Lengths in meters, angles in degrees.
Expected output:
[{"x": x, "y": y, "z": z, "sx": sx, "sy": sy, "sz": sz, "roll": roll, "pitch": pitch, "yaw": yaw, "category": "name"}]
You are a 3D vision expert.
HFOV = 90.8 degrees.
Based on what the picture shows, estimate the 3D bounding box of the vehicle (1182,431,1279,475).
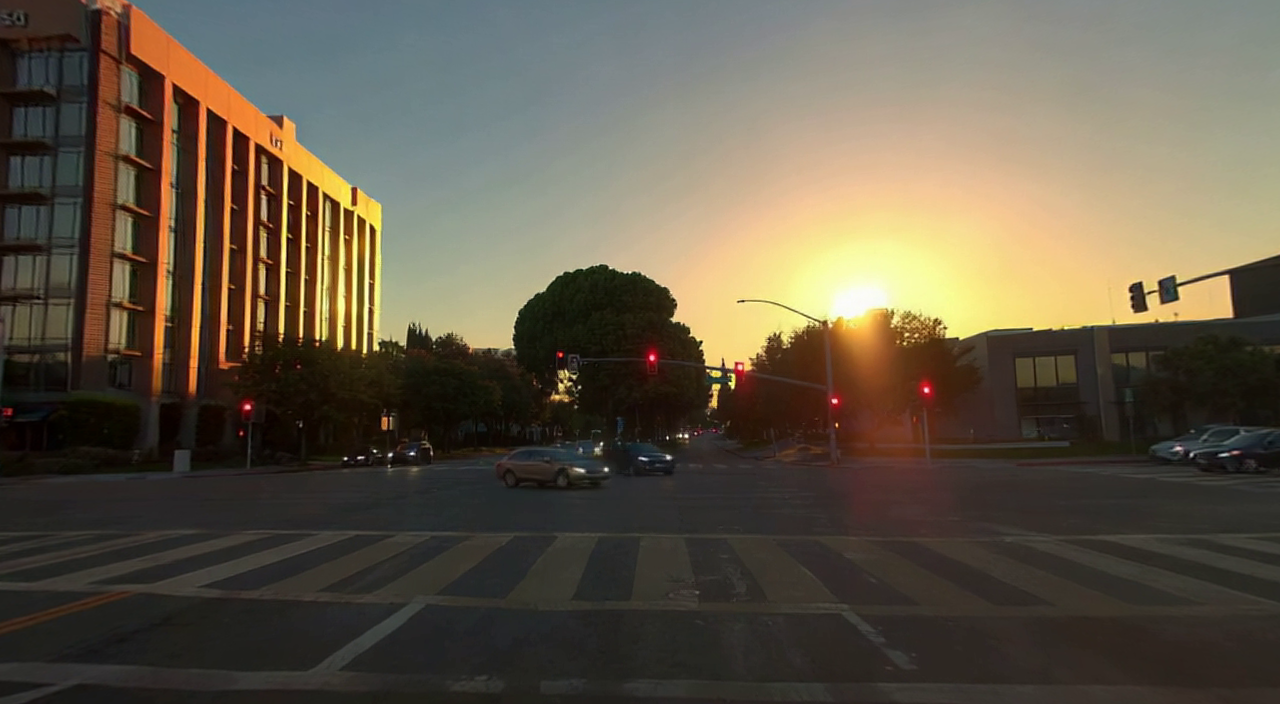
[{"x": 22.297, "y": 3.560, "z": 22.380, "sx": 4.474, "sy": 1.477, "sz": 1.908, "roll": 0, "pitch": -9, "yaw": -3, "category": "vehicle"}]

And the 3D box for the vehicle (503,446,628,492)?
[{"x": -2.476, "y": 3.698, "z": 20.286, "sx": 1.910, "sy": 1.288, "sz": 4.093, "roll": 8, "pitch": -12, "yaw": -43, "category": "vehicle"}]

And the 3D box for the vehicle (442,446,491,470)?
[{"x": -11.692, "y": 7.148, "z": 42.790, "sx": 2.003, "sy": 1.476, "sz": 4.297, "roll": -1, "pitch": -9, "yaw": 2, "category": "vehicle"}]

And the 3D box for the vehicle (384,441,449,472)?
[{"x": -15.183, "y": 7.120, "z": 43.225, "sx": 2.340, "sy": 1.946, "sz": 5.450, "roll": -1, "pitch": -9, "yaw": 1, "category": "vehicle"}]

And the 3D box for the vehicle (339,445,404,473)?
[{"x": -18.599, "y": 7.405, "z": 44.063, "sx": 2.237, "sy": 1.842, "sz": 5.116, "roll": 0, "pitch": -9, "yaw": 0, "category": "vehicle"}]

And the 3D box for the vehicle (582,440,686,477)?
[{"x": -0.368, "y": 4.545, "z": 27.212, "sx": 2.109, "sy": 1.461, "sz": 4.637, "roll": 6, "pitch": -11, "yaw": -37, "category": "vehicle"}]
